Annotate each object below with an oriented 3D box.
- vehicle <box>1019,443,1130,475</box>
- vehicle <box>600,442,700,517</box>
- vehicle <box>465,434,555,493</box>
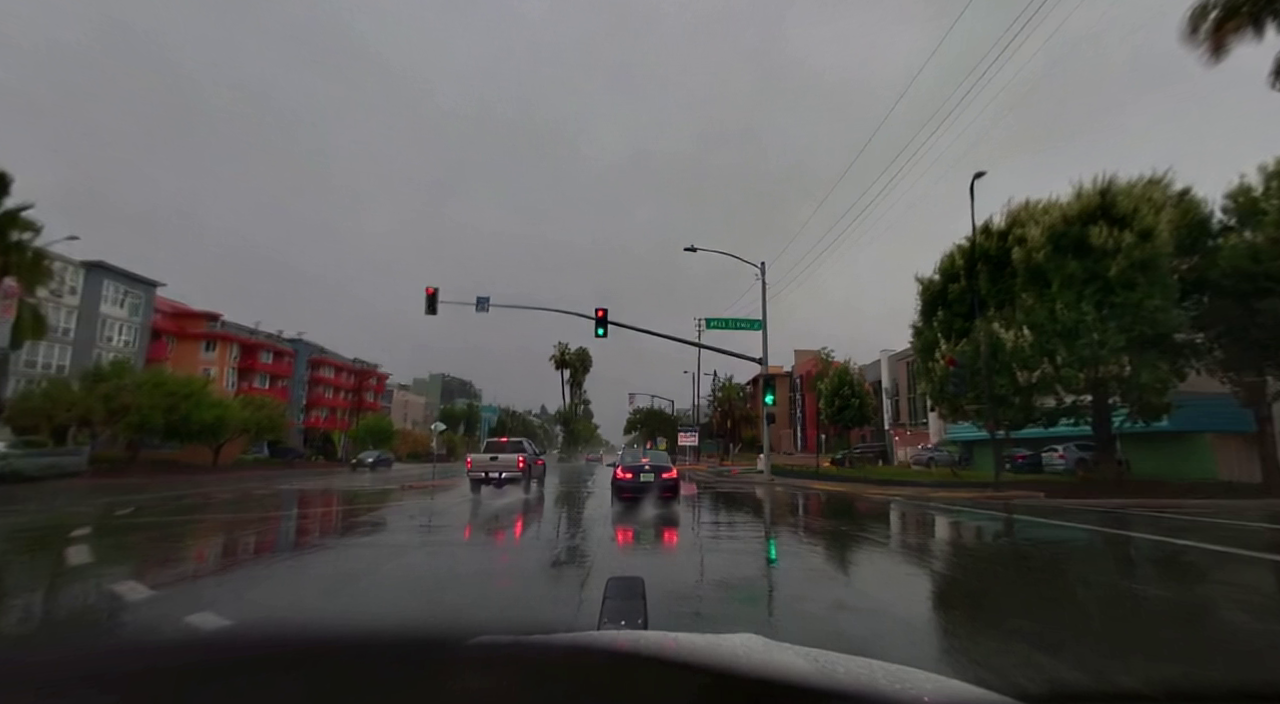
[{"bbox_3d":[23.623,5.785,34.253,1.908,1.626,4.559,8,-12,-44],"label":"vehicle"},{"bbox_3d":[0.172,3.018,15.452,2.122,1.562,4.152,0,-9,-1],"label":"vehicle"},{"bbox_3d":[-4.984,4.373,25.156,2.447,2.062,5.911,0,-8,-1],"label":"vehicle"}]
